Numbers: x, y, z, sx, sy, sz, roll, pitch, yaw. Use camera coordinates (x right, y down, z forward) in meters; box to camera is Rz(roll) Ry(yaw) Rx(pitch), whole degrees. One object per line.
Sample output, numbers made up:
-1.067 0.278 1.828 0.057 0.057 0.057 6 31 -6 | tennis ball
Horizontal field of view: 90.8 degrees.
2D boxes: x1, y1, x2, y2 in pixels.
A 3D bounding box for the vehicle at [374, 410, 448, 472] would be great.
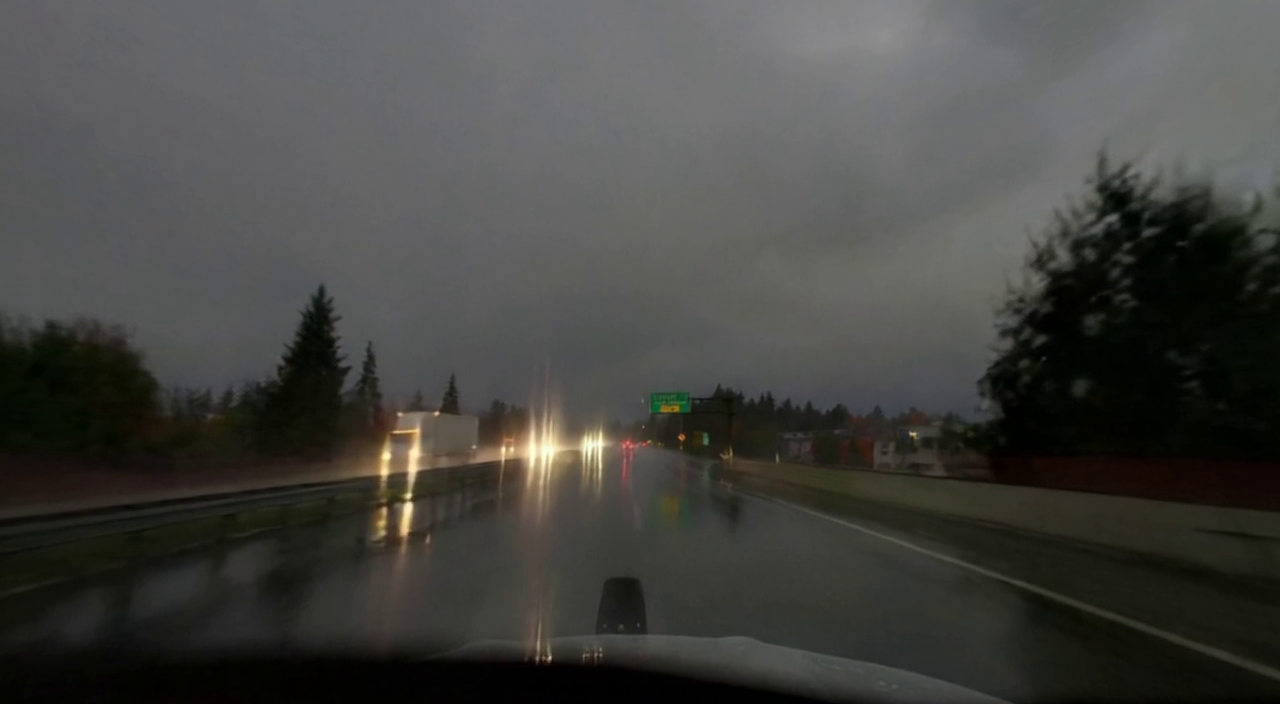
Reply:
-15.854 6.265 44.232 2.968 3.954 5.903 0 -9 -1 | vehicle
